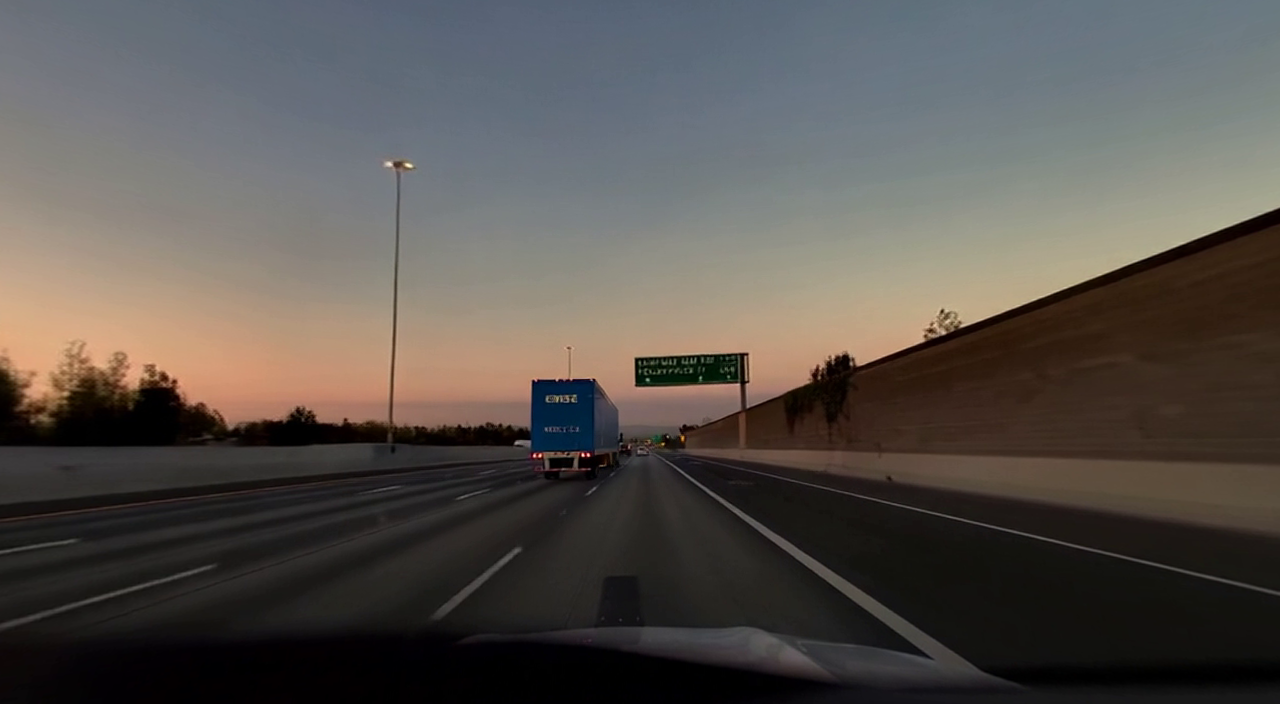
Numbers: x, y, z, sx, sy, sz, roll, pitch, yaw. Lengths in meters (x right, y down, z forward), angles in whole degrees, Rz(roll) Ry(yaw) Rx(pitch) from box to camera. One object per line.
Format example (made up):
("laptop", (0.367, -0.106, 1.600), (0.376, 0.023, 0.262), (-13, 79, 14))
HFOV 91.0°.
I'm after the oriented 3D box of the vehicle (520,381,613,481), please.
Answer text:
("vehicle", (-3.161, 3.981, 30.680), (3.059, 3.956, 11.036), (0, -9, 1))
